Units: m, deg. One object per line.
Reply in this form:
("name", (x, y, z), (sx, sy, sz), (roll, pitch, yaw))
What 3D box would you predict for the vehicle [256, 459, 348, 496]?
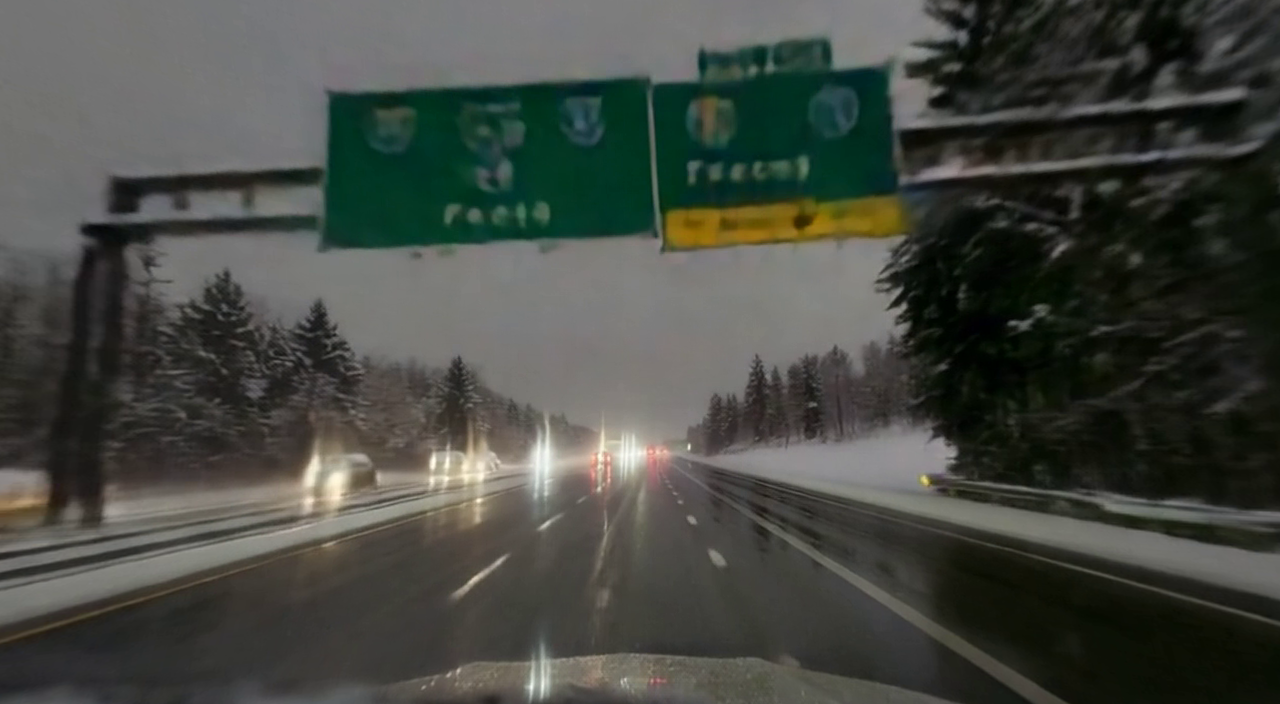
("vehicle", (-15.231, 5.660, 28.511), (1.880, 1.482, 3.978), (0, -9, 1))
